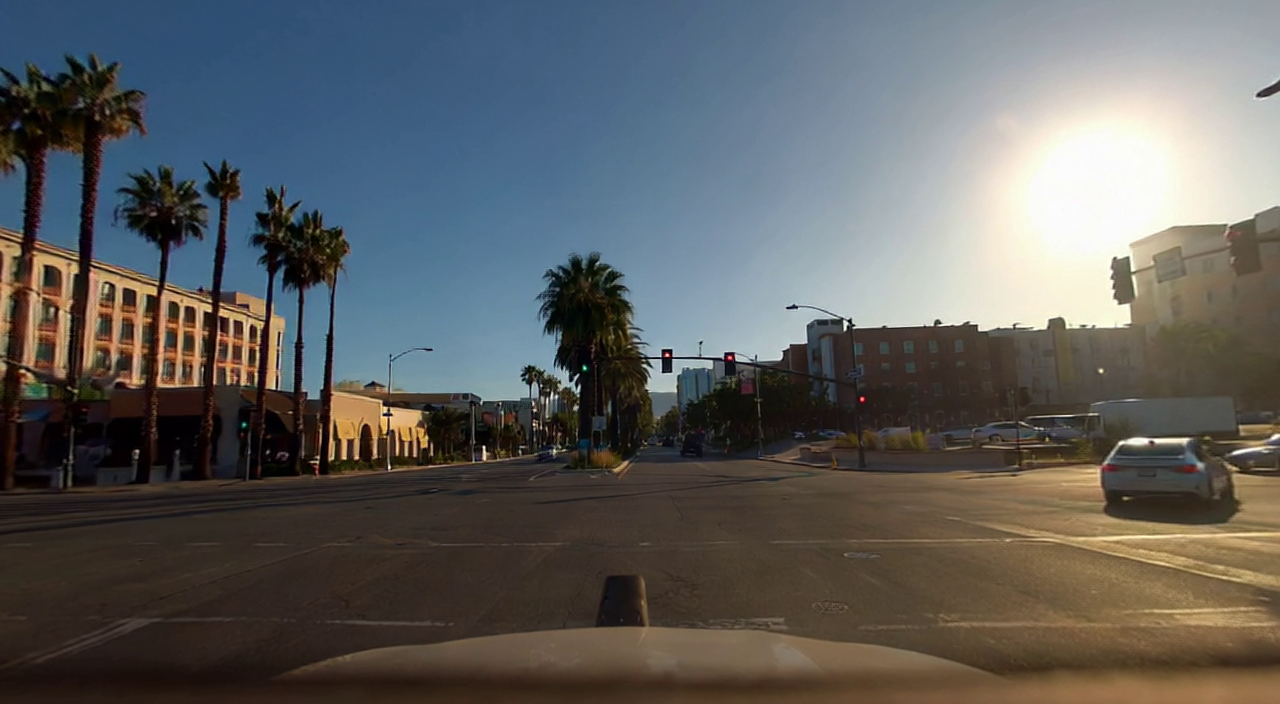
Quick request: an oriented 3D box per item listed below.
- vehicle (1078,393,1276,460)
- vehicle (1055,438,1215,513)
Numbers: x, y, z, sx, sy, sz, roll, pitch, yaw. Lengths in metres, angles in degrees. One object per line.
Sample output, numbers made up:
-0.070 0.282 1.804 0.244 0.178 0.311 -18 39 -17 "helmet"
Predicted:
32.624 4.723 39.337 2.863 3.609 10.252 0 -8 -3 "vehicle"
11.648 2.780 14.750 4.520 1.475 2.003 8 -11 -41 "vehicle"
